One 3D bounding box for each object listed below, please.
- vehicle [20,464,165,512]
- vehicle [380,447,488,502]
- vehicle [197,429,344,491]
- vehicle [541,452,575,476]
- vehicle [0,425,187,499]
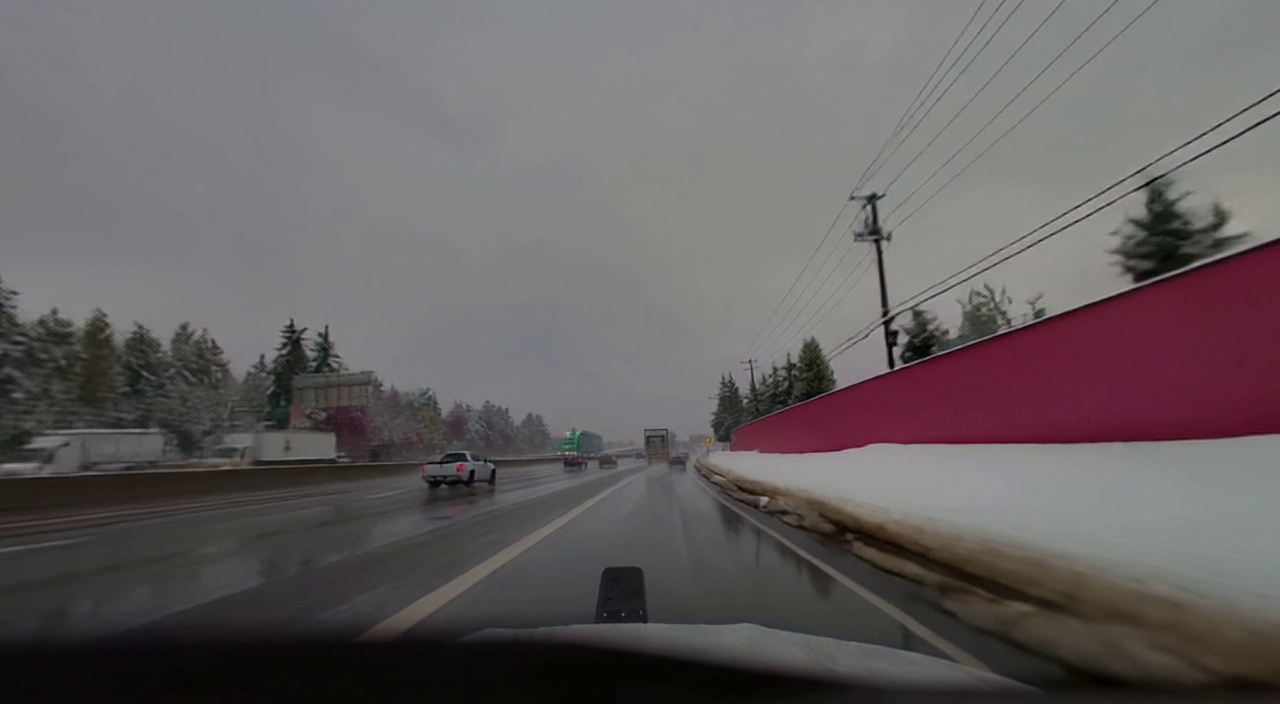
[{"bbox_3d":[-18.857,4.676,21.914,1.845,1.428,3.427,-1,-9,2],"label":"vehicle"},{"bbox_3d":[-6.353,3.799,19.904,1.966,1.565,3.766,-1,-9,3],"label":"vehicle"},{"bbox_3d":[-21.957,6.518,38.387,2.878,3.290,9.214,-1,-9,3],"label":"vehicle"},{"bbox_3d":[-5.354,7.351,41.354,1.708,1.489,2.840,-1,-9,4],"label":"vehicle"},{"bbox_3d":[-26.294,5.229,30.426,2.532,3.078,7.751,-1,-9,4],"label":"vehicle"}]
